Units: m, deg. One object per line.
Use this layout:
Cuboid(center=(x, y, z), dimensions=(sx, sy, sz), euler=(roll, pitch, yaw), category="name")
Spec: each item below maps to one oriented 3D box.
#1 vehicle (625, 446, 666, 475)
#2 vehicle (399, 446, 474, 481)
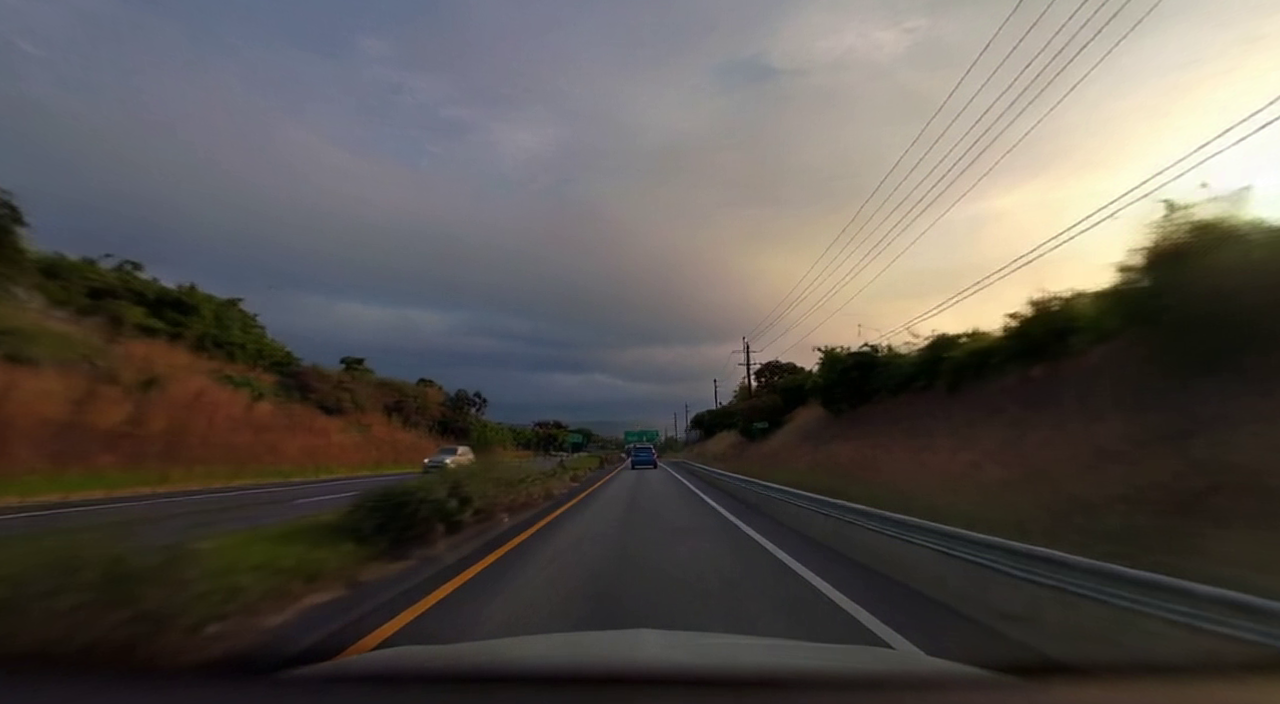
Cuboid(center=(0.267, 5.945, 34.565), dimensions=(2.080, 1.486, 3.813), euler=(0, -9, 0), category="vehicle")
Cuboid(center=(-9.496, 5.239, 29.870), dimensions=(1.958, 1.515, 4.791), euler=(0, -9, 0), category="vehicle")
